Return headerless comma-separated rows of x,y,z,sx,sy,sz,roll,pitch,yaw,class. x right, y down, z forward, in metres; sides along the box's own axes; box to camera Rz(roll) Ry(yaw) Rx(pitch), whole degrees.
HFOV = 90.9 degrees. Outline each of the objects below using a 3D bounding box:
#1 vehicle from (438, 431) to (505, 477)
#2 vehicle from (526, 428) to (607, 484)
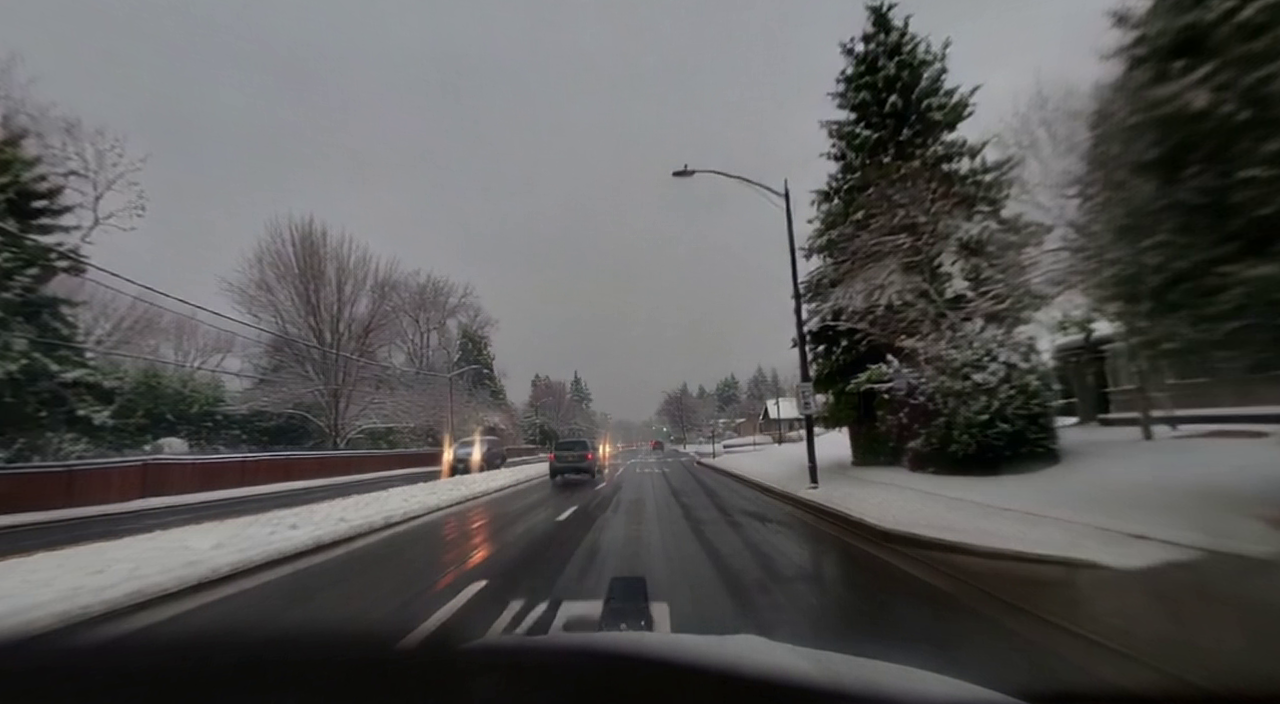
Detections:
-8.542,5.220,32.405,2.159,1.983,4.530,-5,-8,0,vehicle
-2.479,3.681,22.498,2.190,1.766,4.394,0,-8,2,vehicle
